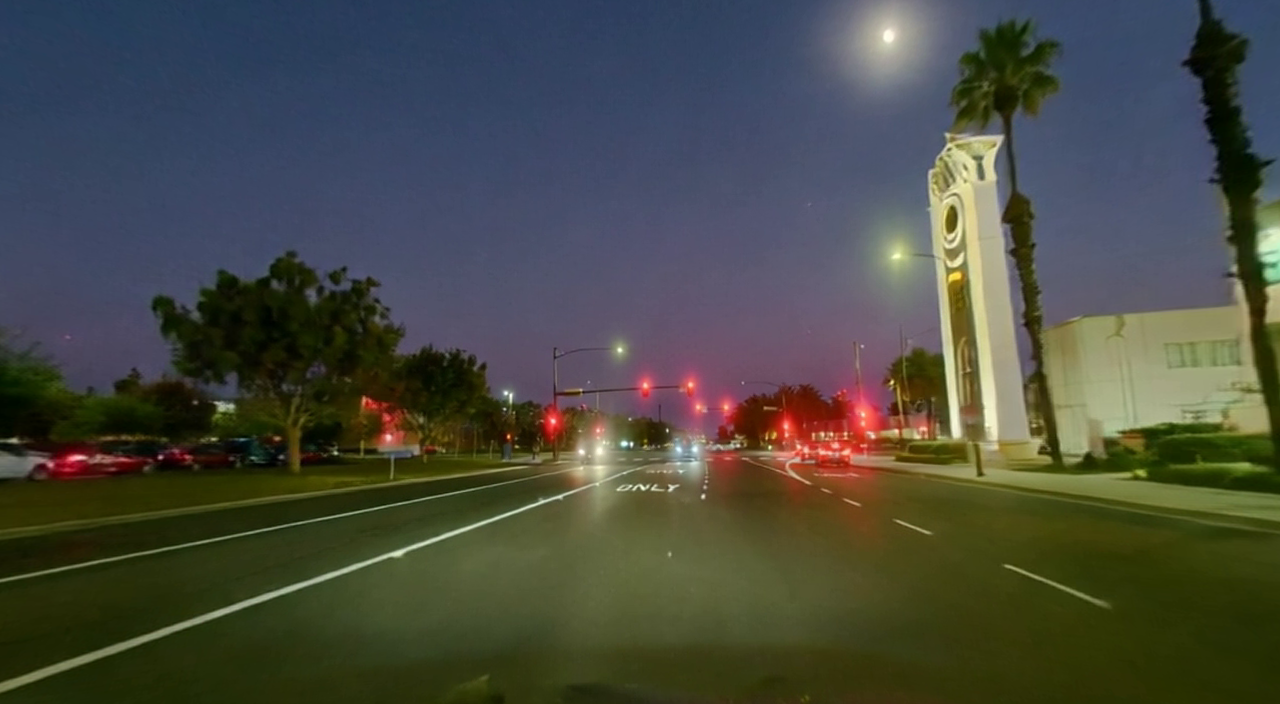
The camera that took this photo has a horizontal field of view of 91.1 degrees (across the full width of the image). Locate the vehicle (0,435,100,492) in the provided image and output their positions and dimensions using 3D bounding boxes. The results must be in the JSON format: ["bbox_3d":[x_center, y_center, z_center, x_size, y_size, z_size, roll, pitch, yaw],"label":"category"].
[{"bbox_3d":[-22.128,3.862,21.979,4.486,1.801,2.250,-1,-6,3],"label":"vehicle"}]
